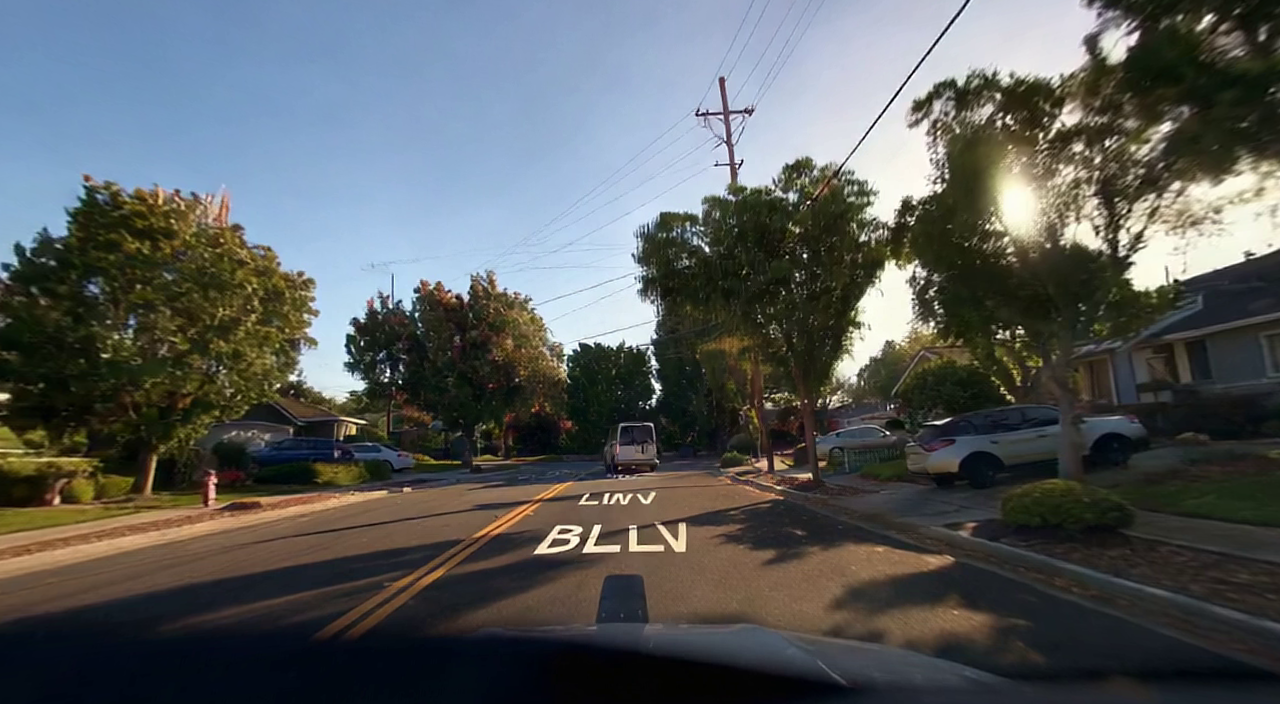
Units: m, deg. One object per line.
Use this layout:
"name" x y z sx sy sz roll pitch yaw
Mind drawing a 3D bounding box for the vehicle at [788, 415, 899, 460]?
"vehicle" 10.023 4.289 31.392 4.658 1.536 2.090 -8 -10 1

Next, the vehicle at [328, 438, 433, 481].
"vehicle" -13.473 5.629 33.019 4.550 1.655 2.143 -5 -15 -1

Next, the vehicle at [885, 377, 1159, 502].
"vehicle" 8.226 1.908 13.940 4.584 1.817 2.018 -9 -8 -5

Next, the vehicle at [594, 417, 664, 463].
"vehicle" -0.961 6.407 45.725 2.929 3.058 7.559 3 -9 -19

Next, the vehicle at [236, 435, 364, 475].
"vehicle" -16.261 4.935 30.417 4.881 1.828 2.111 0 -8 -1
